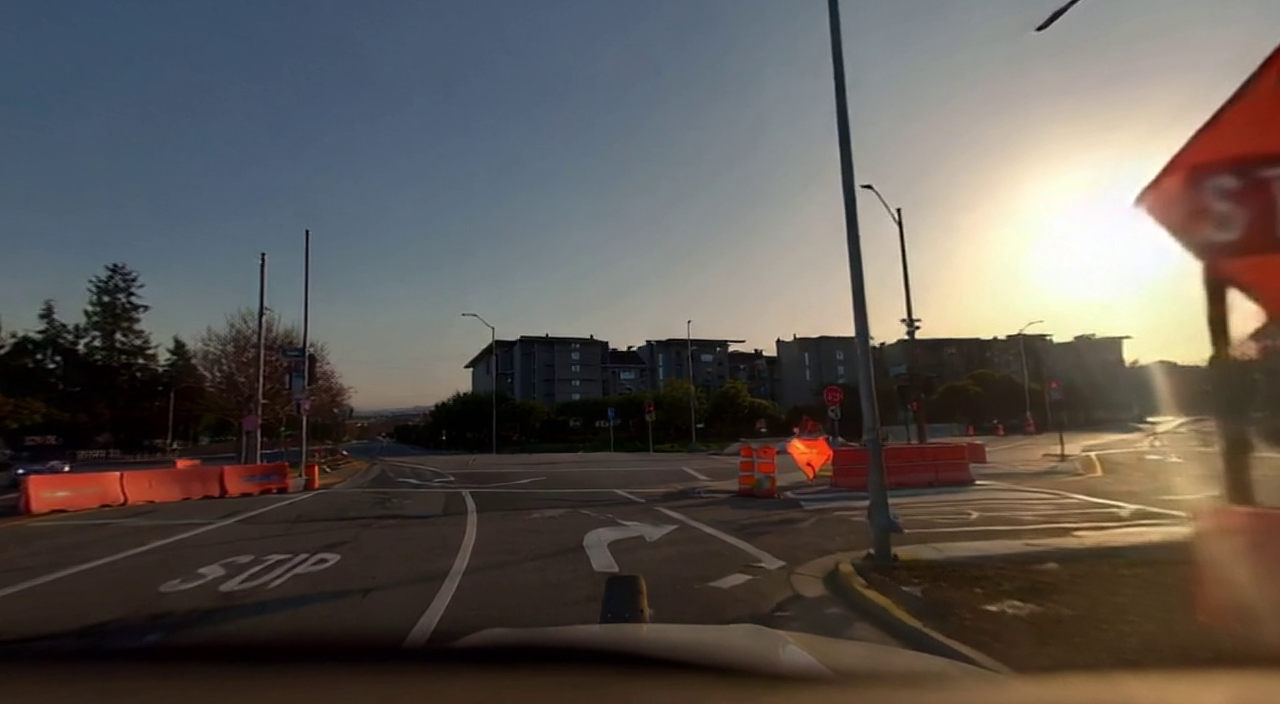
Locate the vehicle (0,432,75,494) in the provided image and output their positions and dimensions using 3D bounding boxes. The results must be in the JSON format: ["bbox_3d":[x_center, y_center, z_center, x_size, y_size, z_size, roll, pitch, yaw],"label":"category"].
[{"bbox_3d":[-19.329,3.425,19.623,2.159,1.734,4.292,9,-12,-44],"label":"vehicle"}]

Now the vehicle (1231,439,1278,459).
[{"bbox_3d":[45.954,7.251,47.175,1.752,1.399,4.468,-6,-11,35],"label":"vehicle"}]
